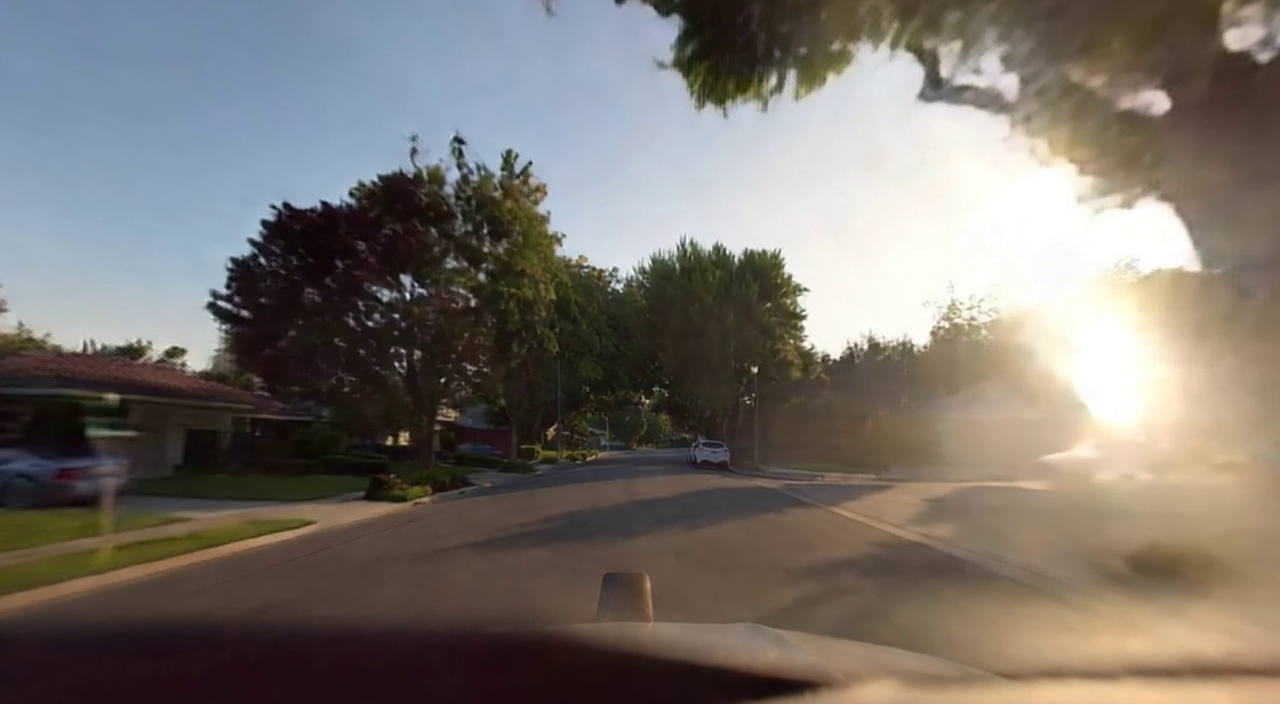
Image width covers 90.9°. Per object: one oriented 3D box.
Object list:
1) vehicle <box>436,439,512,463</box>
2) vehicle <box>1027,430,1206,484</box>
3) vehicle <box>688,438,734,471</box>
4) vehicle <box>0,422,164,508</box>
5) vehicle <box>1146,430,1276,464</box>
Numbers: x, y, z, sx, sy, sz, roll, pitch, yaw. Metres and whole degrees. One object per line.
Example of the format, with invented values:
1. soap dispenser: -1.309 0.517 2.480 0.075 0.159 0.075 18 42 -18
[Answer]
1. vehicle: -12.178 7.250 46.319 4.906 1.564 1.988 0 -8 7
2. vehicle: 17.547 3.883 23.478 4.681 1.810 2.249 -2 -8 5
3. vehicle: 4.072 5.968 36.886 2.046 1.760 4.570 0 -8 -1
4. vehicle: -13.277 2.380 13.460 4.543 1.691 1.957 0 -8 -1
5. vehicle: 27.772 4.655 30.908 2.009 1.538 4.676 0 -8 0
